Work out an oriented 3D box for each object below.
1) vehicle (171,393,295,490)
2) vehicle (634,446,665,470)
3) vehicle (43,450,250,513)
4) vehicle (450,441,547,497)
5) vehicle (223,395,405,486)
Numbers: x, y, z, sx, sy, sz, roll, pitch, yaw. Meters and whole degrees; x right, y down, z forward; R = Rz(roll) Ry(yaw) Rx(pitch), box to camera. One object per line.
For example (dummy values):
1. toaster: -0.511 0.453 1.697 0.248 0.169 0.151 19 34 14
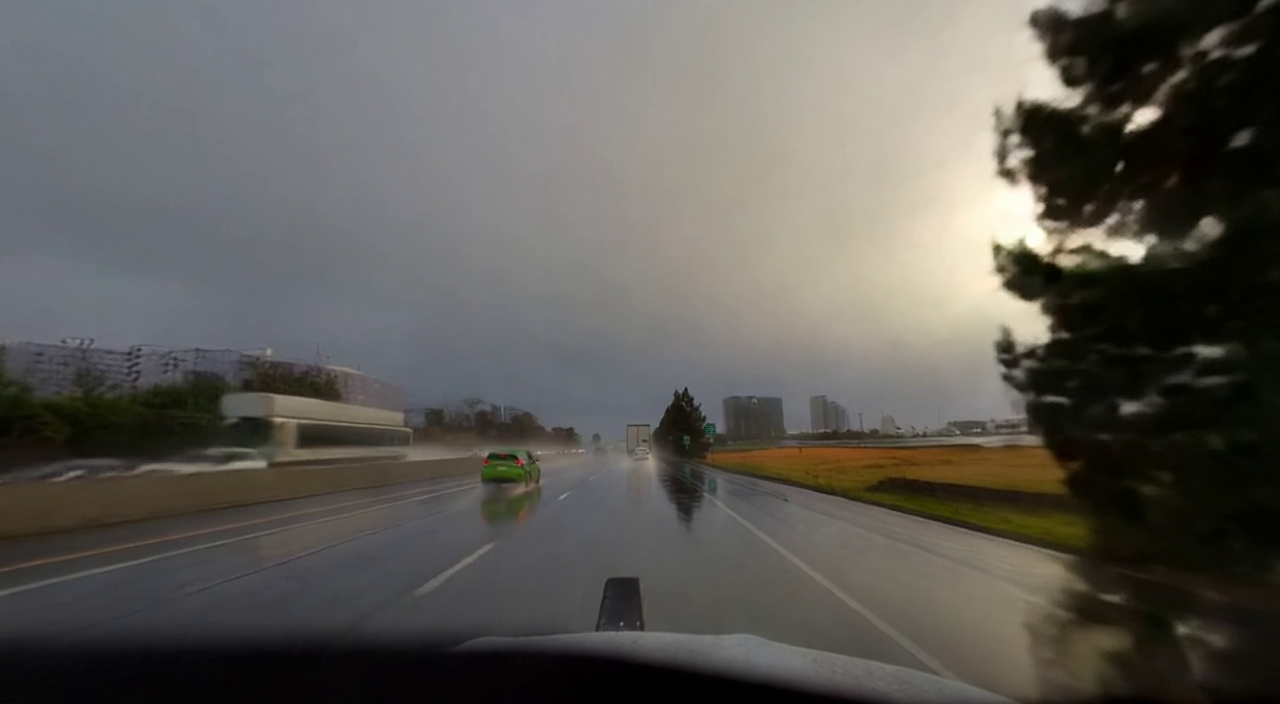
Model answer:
1. vehicle: -17.150 3.789 26.826 3.087 3.865 2.819 0 -9 -1
2. vehicle: 0.612 7.343 43.775 1.992 1.593 3.937 0 -9 -1
3. vehicle: -12.775 3.342 16.821 1.865 1.431 4.524 0 -9 0
4. vehicle: -4.330 3.654 19.998 2.172 1.548 3.953 0 -9 0
5. vehicle: -17.228 5.065 35.343 2.889 4.027 13.945 0 -9 -1
